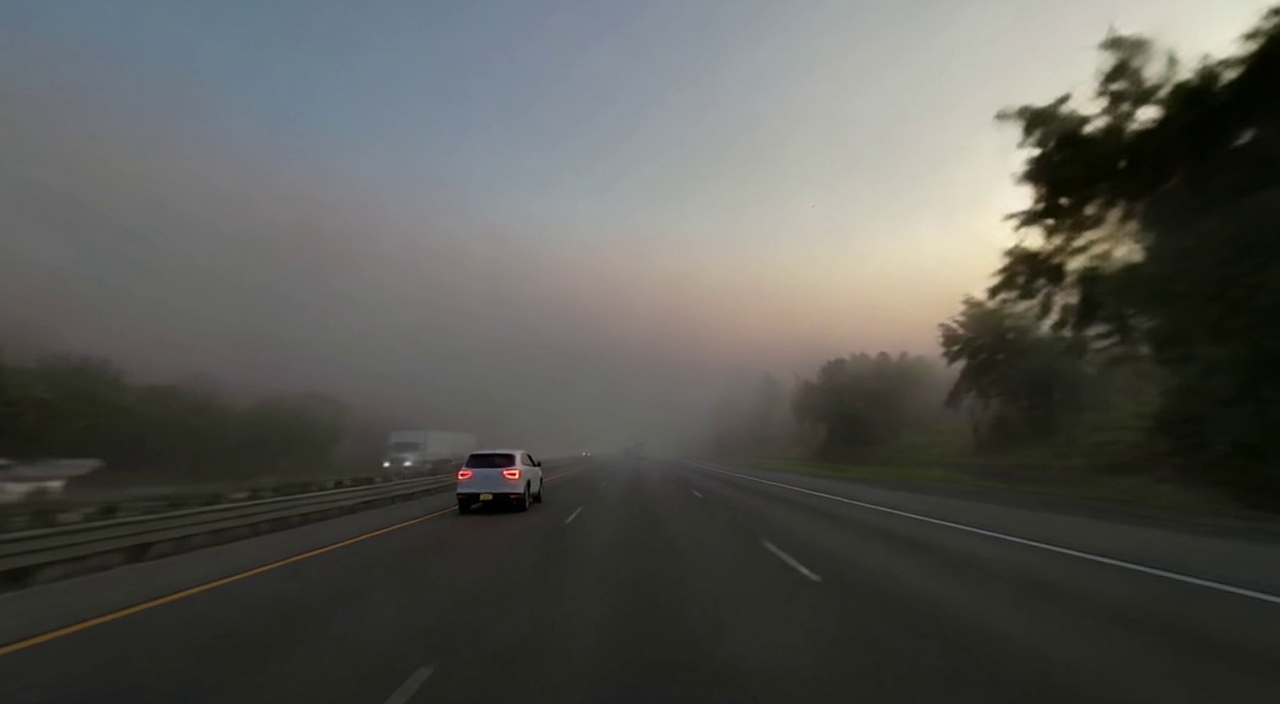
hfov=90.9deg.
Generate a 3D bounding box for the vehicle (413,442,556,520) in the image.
[{"bbox_3d":[-3.318,2.875,14.547,2.054,1.475,4.708,0,-9,0],"label":"vehicle"}]
